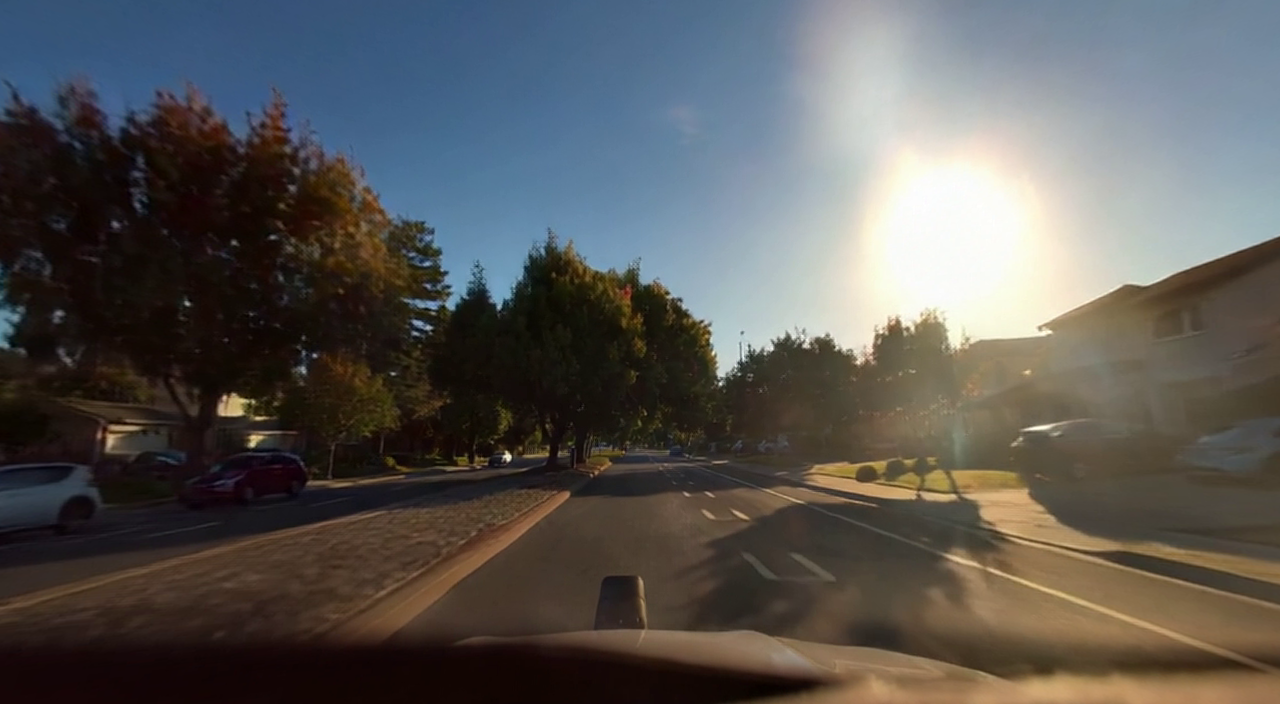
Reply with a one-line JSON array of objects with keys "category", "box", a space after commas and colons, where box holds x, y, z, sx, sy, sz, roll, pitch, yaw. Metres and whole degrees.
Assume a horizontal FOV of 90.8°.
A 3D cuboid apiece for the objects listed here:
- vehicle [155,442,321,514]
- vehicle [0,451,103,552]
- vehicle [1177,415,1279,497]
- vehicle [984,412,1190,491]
[{"category": "vehicle", "box": [-12.167, 3.787, 19.614, 2.105, 1.930, 4.541, 0, -8, 0]}, {"category": "vehicle", "box": [-12.003, 2.571, 10.375, 2.007, 1.663, 5.077, -2, -7, -1]}, {"category": "vehicle", "box": [15.456, 2.332, 14.375, 4.584, 1.715, 2.028, 0, -8, -1]}, {"category": "vehicle", "box": [12.295, 2.727, 17.596, 4.194, 1.850, 1.951, -2, -7, -3]}]
